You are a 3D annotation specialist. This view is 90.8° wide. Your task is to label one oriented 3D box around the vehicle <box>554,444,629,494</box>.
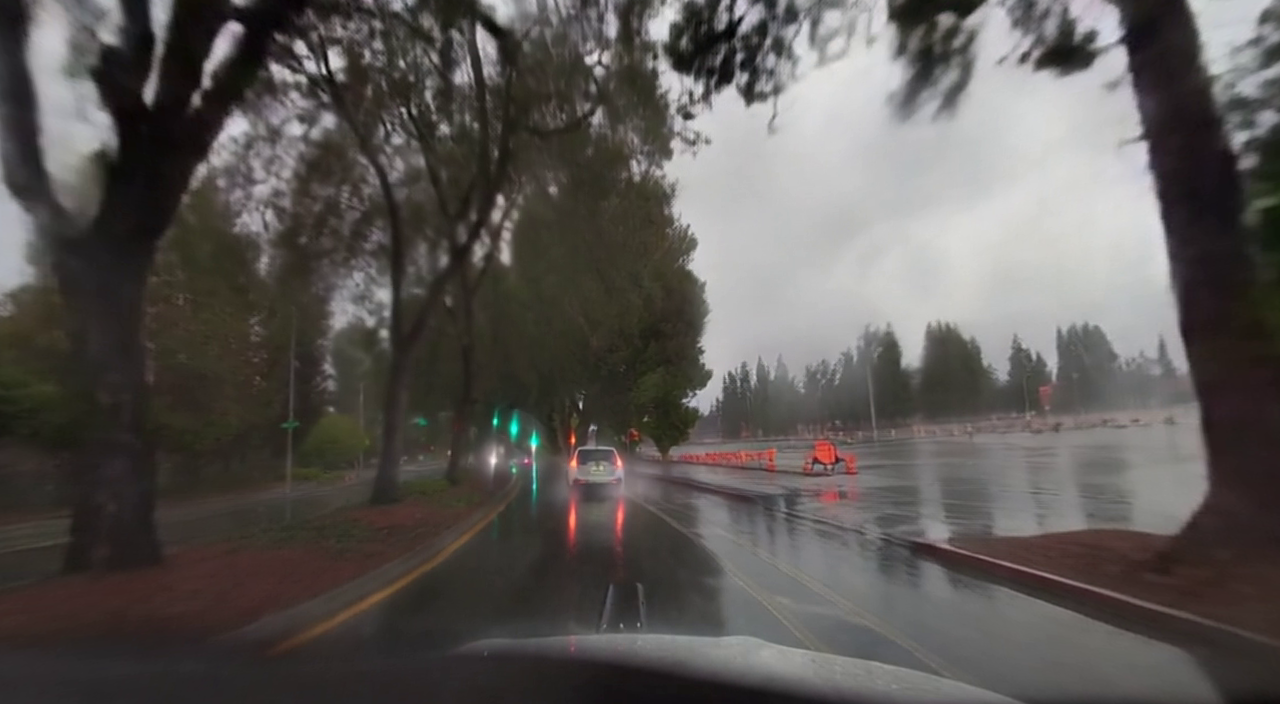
[{"bbox_3d":[-1.803,3.965,21.882,2.266,1.508,4.430,1,-9,-9],"label":"vehicle"}]
